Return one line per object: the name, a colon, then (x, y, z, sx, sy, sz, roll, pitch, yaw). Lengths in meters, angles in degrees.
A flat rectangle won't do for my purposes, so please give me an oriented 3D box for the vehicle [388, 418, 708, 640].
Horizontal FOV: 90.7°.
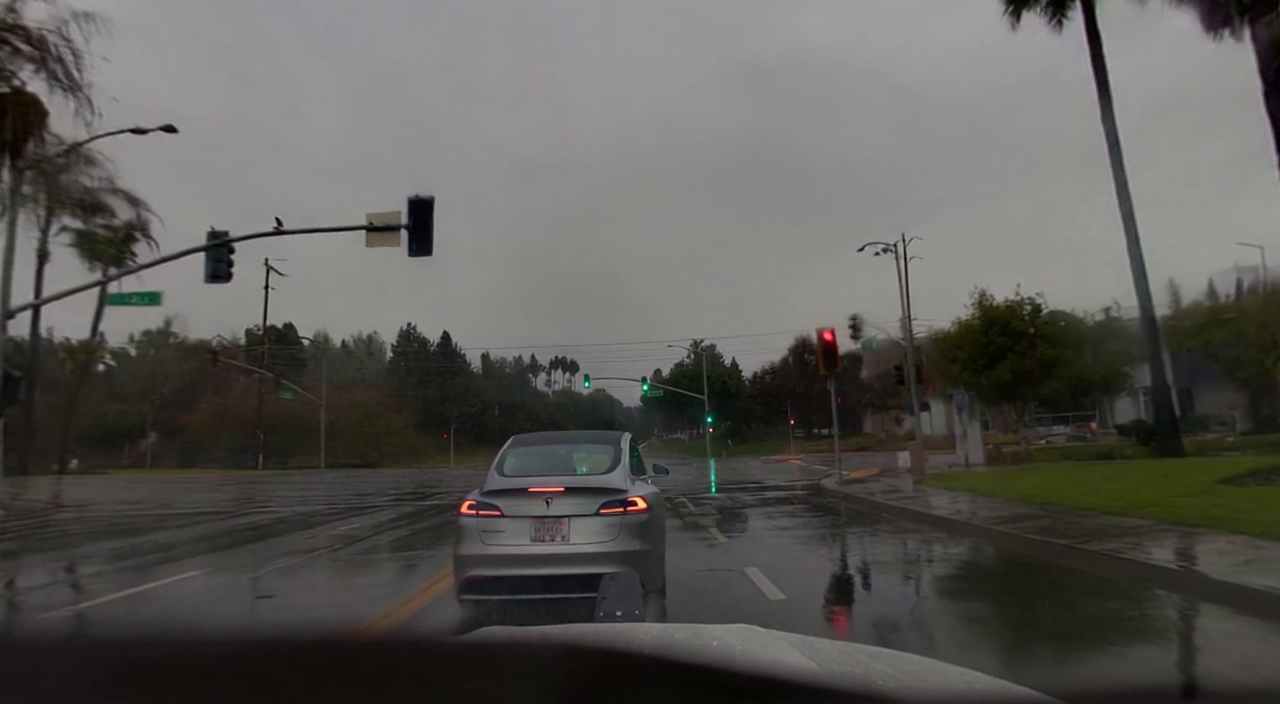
vehicle: (-0.652, 1.514, 6.464, 2.152, 1.478, 4.229, 0, -8, -1)
